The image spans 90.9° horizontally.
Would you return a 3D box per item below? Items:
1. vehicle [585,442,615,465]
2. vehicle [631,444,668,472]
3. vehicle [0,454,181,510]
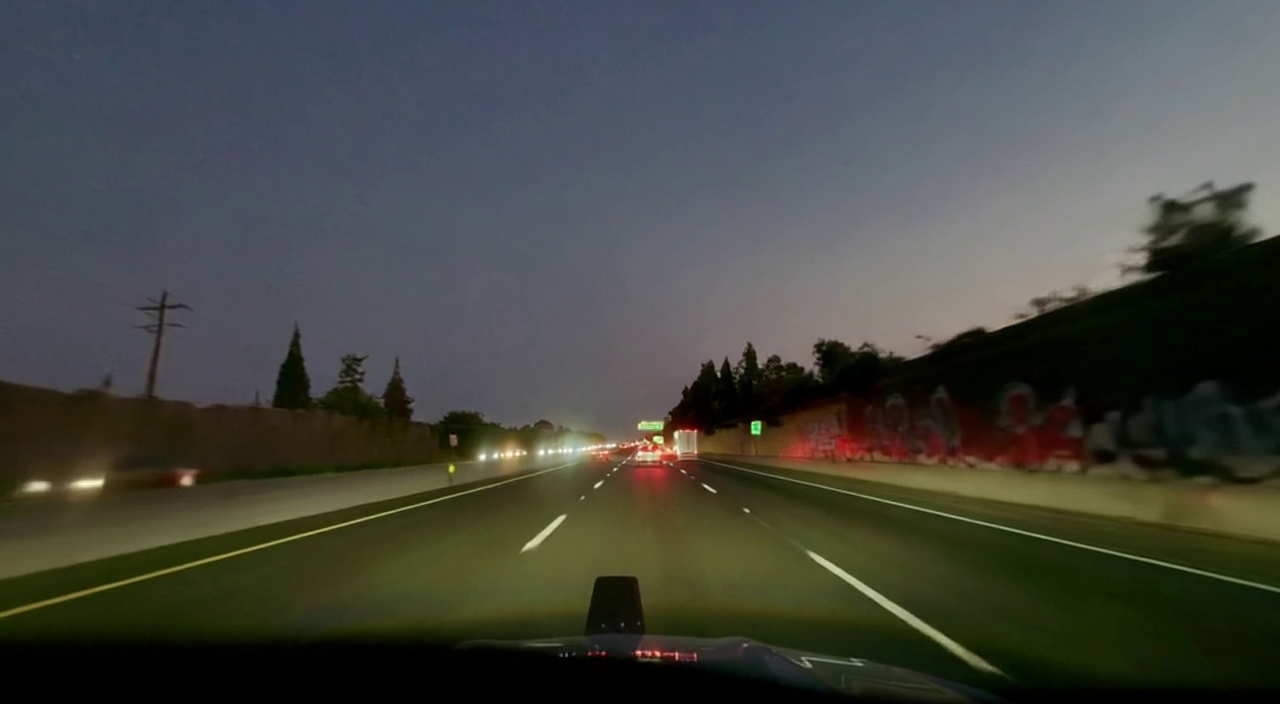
[{"bbox_3d":[-3.107,8.045,49.880,2.095,1.671,4.193,0,-9,0],"label":"vehicle"},{"bbox_3d":[0.526,6.134,36.713,2.009,1.506,4.091,0,-9,0],"label":"vehicle"},{"bbox_3d":[-16.474,3.871,19.173,1.884,1.462,4.122,0,-9,0],"label":"vehicle"}]
